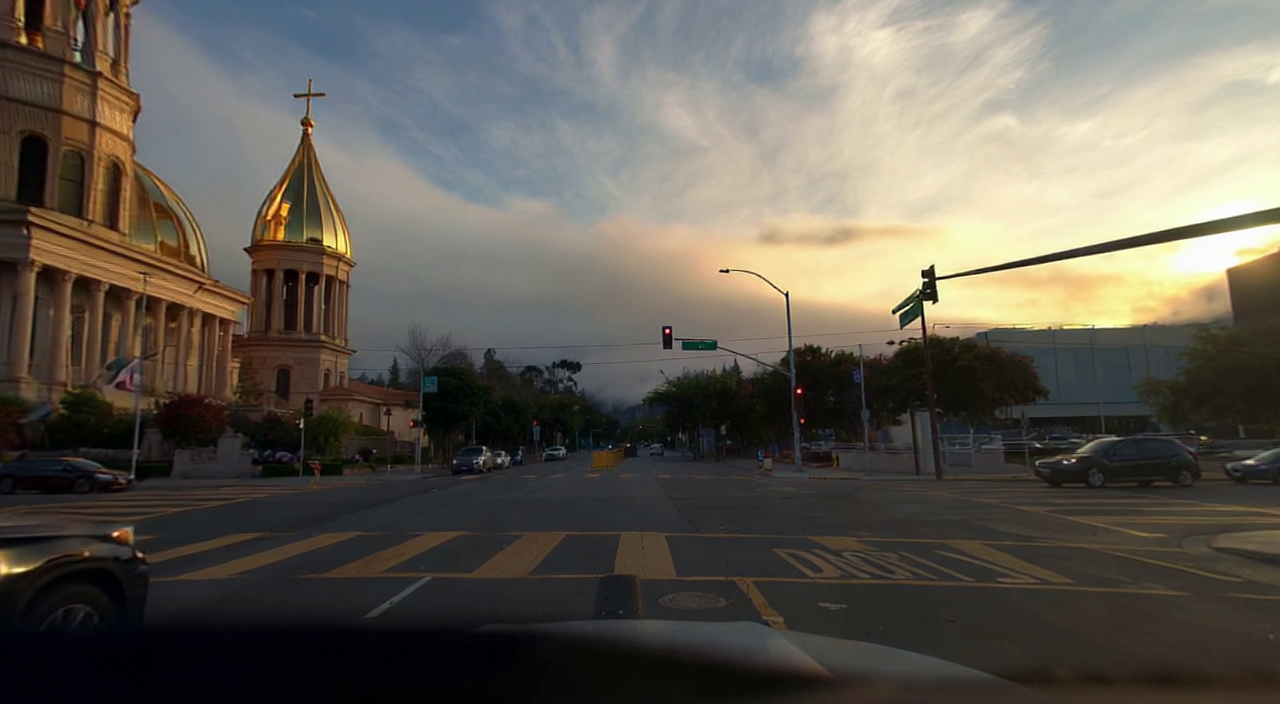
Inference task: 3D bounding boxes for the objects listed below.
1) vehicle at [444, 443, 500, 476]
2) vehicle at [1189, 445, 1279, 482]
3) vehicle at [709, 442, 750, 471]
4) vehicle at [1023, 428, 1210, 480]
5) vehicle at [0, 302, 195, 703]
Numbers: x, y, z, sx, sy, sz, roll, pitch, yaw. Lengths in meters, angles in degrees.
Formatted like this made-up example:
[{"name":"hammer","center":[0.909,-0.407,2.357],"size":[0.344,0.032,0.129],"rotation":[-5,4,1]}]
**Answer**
[{"name":"vehicle","center":[-10.245,6.604,38.965],"size":[2.076,1.876,4.669],"rotation":[0,-8,1]},{"name":"vehicle","center":[26.375,4.687,26.693],"size":[4.561,1.475,1.850],"rotation":[0,-8,0]},{"name":"vehicle","center":[5.812,6.836,41.502],"size":[1.969,1.776,4.329],"rotation":[0,-8,-1]},{"name":"vehicle","center":[19.868,4.288,26.574],"size":[5.852,2.057,2.361],"rotation":[0,-8,0]},{"name":"vehicle","center":[-3.884,0.539,0.917],"size":[2.251,2.009,5.688],"rotation":[0,-8,1]}]
